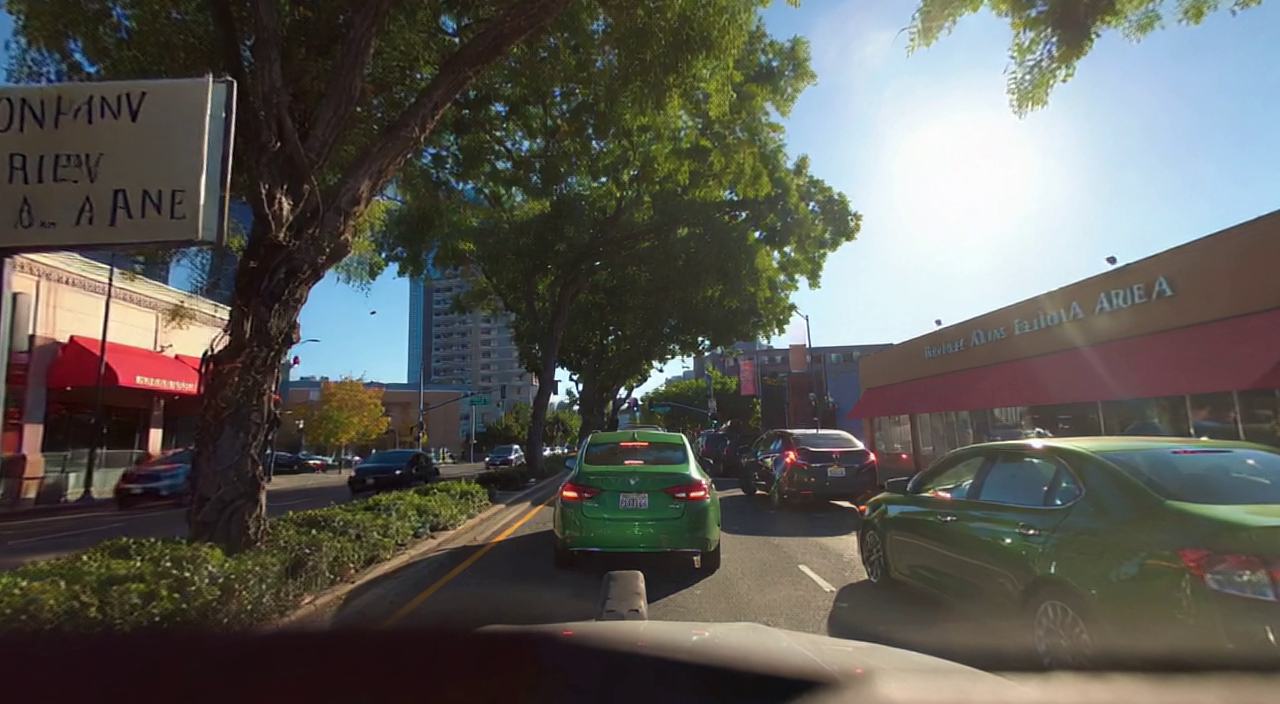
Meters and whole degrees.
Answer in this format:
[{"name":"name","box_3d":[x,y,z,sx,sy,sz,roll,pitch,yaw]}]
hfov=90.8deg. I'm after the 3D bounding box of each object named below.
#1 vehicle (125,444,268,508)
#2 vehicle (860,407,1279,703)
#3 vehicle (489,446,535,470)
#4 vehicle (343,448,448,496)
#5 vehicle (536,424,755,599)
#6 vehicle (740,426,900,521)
[{"name":"vehicle","box_3d":[-13.973,3.866,20.281,2.072,1.773,4.329,1,-9,-11]},{"name":"vehicle","box_3d":[3.308,1.256,4.468,1.988,1.480,4.195,0,-9,0]},{"name":"vehicle","box_3d":[-8.461,7.064,42.229,2.169,1.477,4.168,0,-9,0]},{"name":"vehicle","box_3d":[-8.170,4.019,21.583,1.850,1.417,4.321,0,-9,0]},{"name":"vehicle","box_3d":[0.035,1.650,7.299,1.887,1.487,3.535,0,-9,0]},{"name":"vehicle","box_3d":[3.534,2.477,13.403,2.025,1.660,4.263,0,-9,-1]}]
